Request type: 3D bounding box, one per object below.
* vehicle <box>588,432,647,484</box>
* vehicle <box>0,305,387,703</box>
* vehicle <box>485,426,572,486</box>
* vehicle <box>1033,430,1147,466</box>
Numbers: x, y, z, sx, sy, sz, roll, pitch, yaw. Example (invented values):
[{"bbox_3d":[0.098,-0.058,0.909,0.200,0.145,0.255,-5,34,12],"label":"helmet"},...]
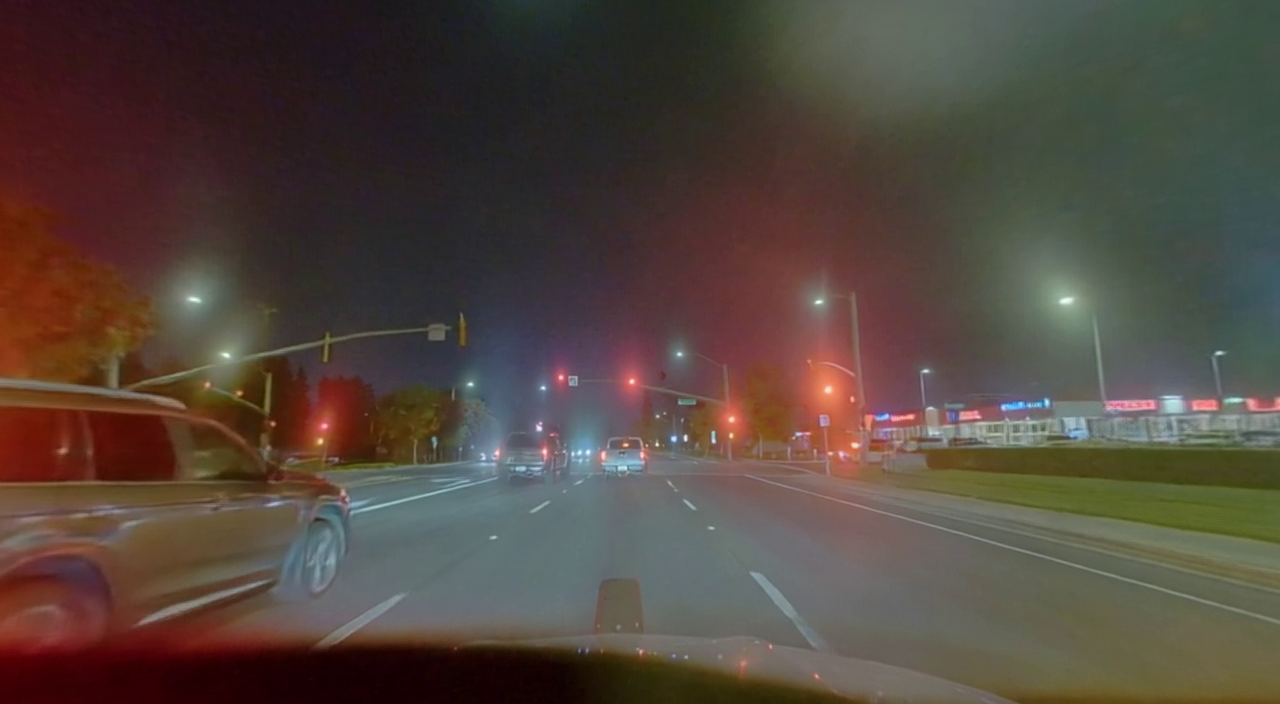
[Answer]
[{"bbox_3d":[-0.805,4.041,24.289,2.061,1.809,4.141,0,-8,-1],"label":"vehicle"},{"bbox_3d":[-3.702,0.963,3.963,2.159,1.877,4.925,0,-8,0],"label":"vehicle"},{"bbox_3d":[-4.043,3.911,24.096,2.252,1.999,5.605,0,-8,0],"label":"vehicle"},{"bbox_3d":[26.490,5.673,37.316,5.039,1.877,2.076,-2,-8,0],"label":"vehicle"}]
